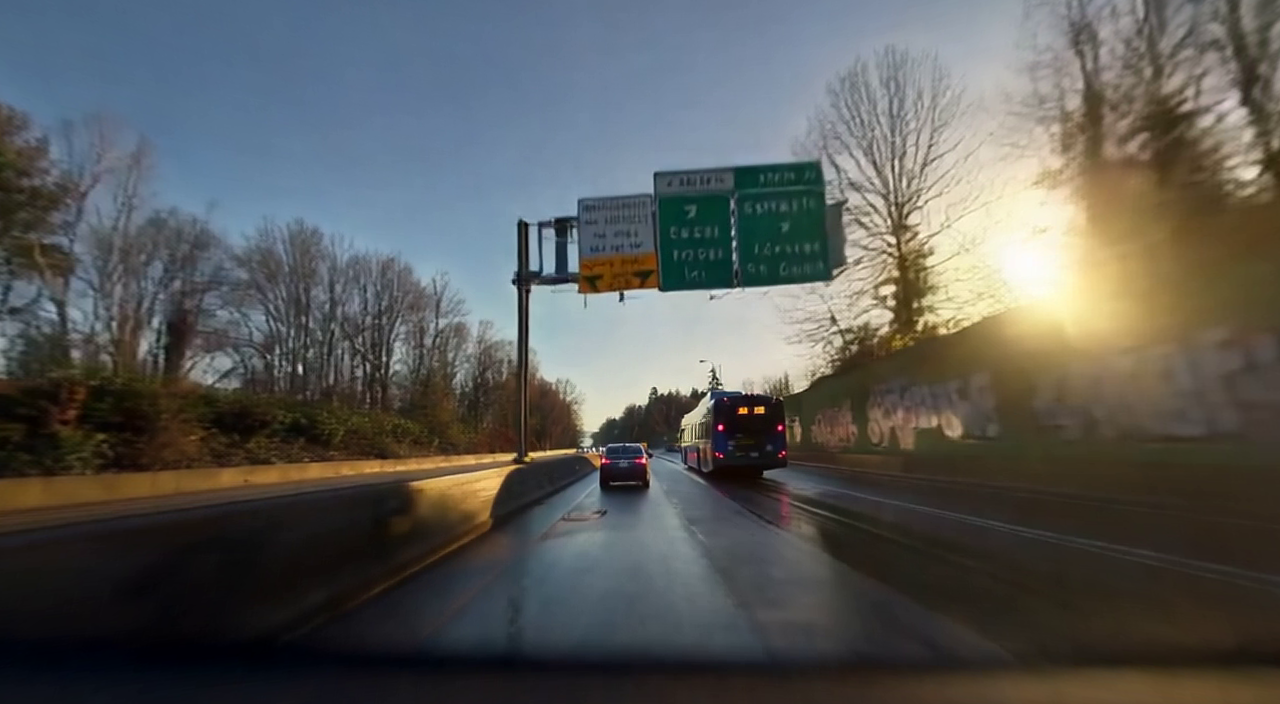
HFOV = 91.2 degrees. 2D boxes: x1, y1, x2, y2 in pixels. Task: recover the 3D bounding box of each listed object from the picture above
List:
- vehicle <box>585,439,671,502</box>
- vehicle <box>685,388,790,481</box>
[{"bbox_3d":[-0.284,3.297,17.789,2.160,1.532,4.073,-1,-9,1],"label":"vehicle"},{"bbox_3d":[4.123,4.065,29.898,3.055,3.479,12.521,-1,-9,0],"label":"vehicle"}]
